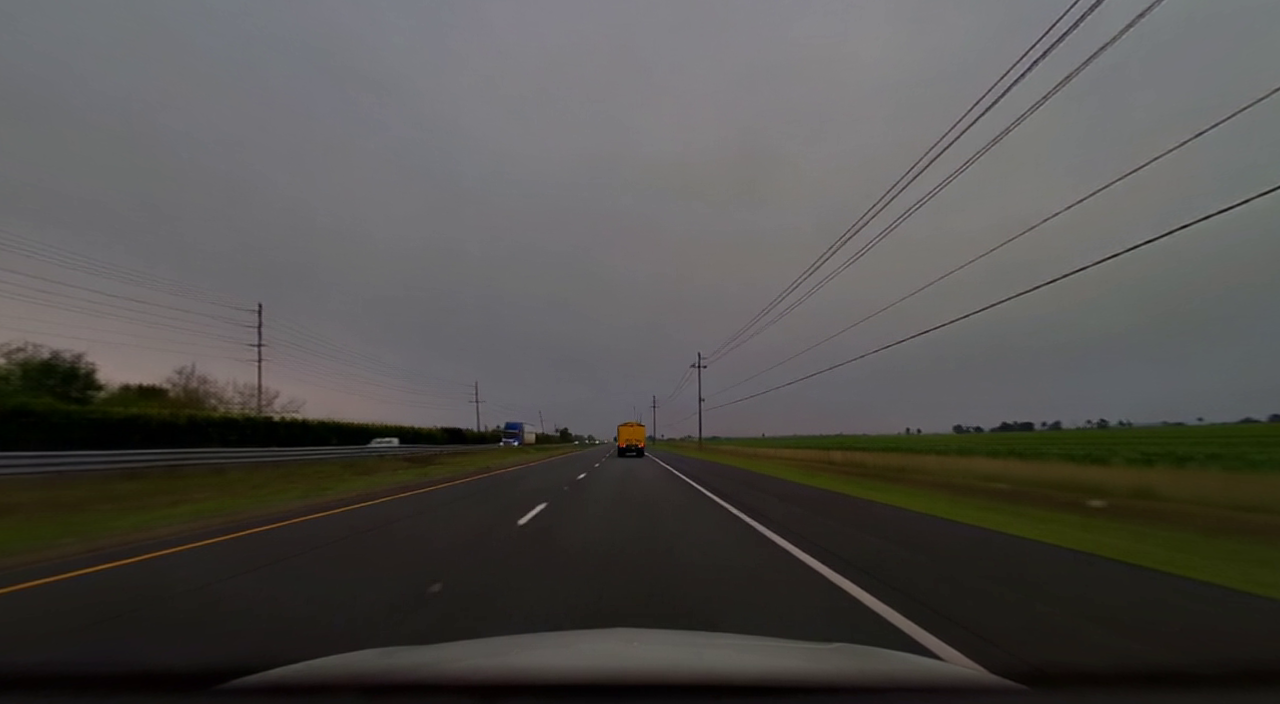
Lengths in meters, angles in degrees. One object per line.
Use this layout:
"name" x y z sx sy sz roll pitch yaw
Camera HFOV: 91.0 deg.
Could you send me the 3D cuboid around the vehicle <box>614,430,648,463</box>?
"vehicle" -0.664 6.534 43.620 2.240 2.129 4.480 0 -8 -2
